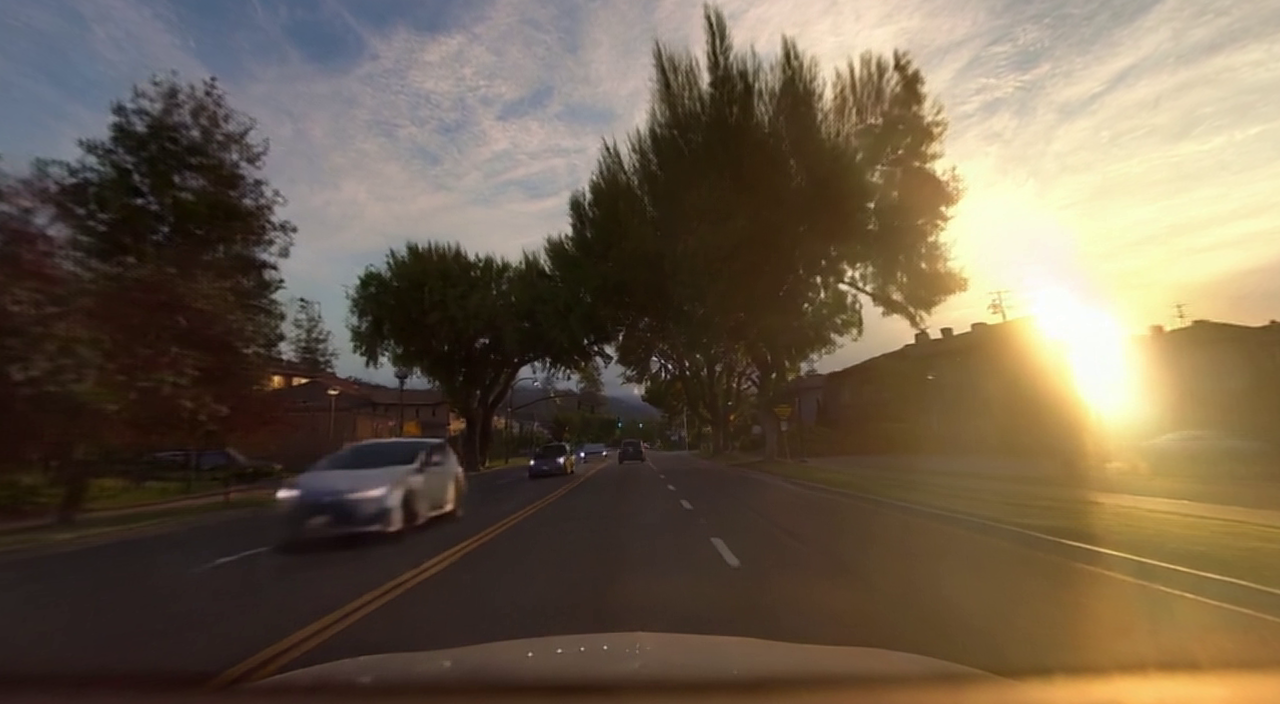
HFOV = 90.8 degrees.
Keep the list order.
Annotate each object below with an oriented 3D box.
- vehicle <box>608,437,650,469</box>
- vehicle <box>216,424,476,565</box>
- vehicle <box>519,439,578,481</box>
[{"bbox_3d":[-0.640,6.552,41.228,2.554,1.902,5.329,-1,-9,0],"label":"vehicle"},{"bbox_3d":[-4.165,2.063,9.889,2.115,1.638,4.098,-2,-9,0],"label":"vehicle"},{"bbox_3d":[-4.070,4.902,28.879,1.977,1.729,4.625,-1,-9,0],"label":"vehicle"}]
